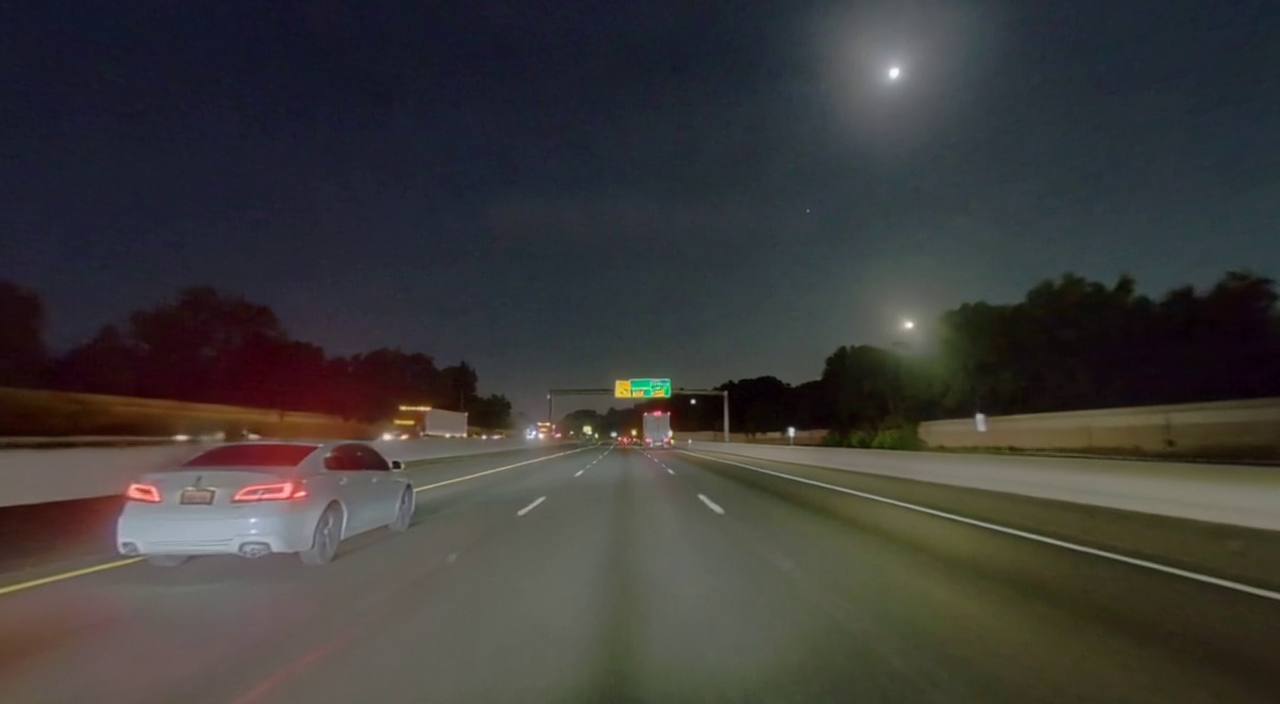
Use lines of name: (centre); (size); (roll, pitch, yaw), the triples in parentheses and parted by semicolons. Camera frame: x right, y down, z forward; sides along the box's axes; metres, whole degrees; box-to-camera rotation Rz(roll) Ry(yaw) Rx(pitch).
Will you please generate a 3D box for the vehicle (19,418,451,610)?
vehicle: (-3.749, 1.533, 7.053); (1.971, 1.444, 4.401); (0, -8, -1)
